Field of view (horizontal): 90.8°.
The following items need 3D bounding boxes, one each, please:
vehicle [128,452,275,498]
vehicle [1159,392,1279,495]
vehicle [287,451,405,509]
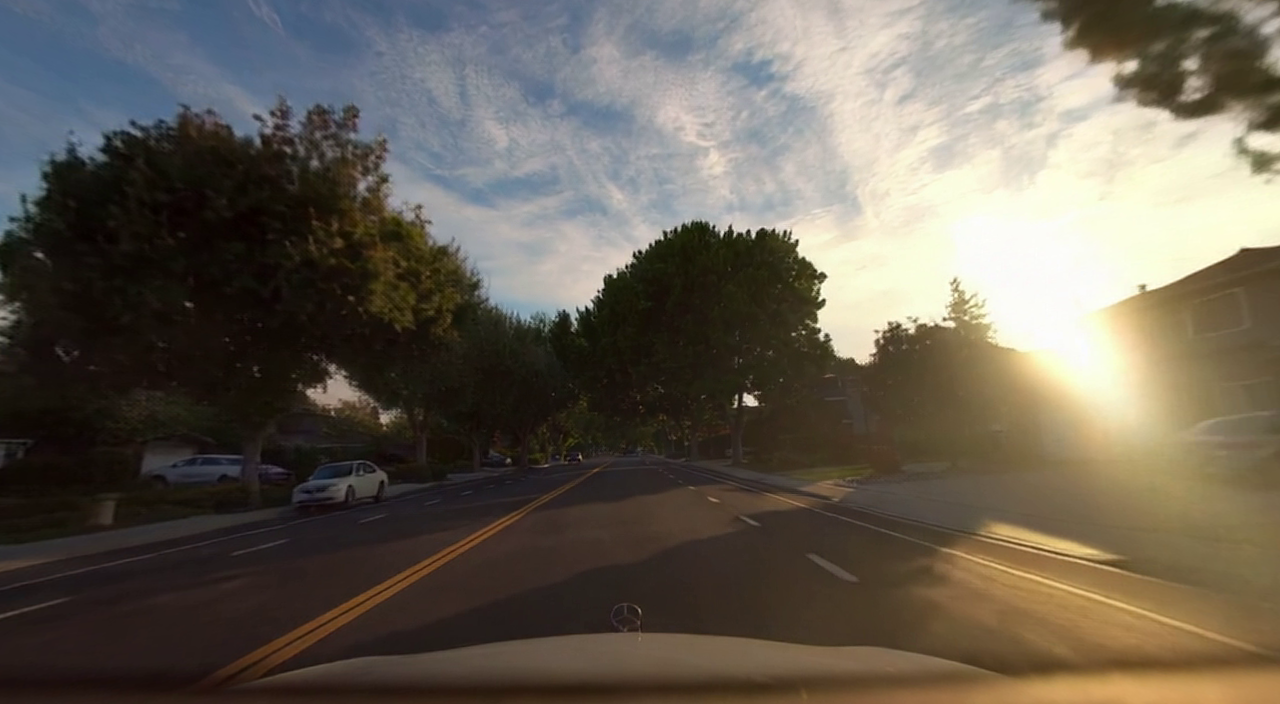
[{"bbox_3d":[-19.599,5.486,28.449,4.802,1.868,2.395,-1,-9,-2],"label":"vehicle"},{"bbox_3d":[13.948,1.867,13.037,4.441,1.932,2.243,0,-8,-1],"label":"vehicle"},{"bbox_3d":[-9.733,4.224,21.353,1.931,1.465,4.683,-5,-8,-3],"label":"vehicle"}]
